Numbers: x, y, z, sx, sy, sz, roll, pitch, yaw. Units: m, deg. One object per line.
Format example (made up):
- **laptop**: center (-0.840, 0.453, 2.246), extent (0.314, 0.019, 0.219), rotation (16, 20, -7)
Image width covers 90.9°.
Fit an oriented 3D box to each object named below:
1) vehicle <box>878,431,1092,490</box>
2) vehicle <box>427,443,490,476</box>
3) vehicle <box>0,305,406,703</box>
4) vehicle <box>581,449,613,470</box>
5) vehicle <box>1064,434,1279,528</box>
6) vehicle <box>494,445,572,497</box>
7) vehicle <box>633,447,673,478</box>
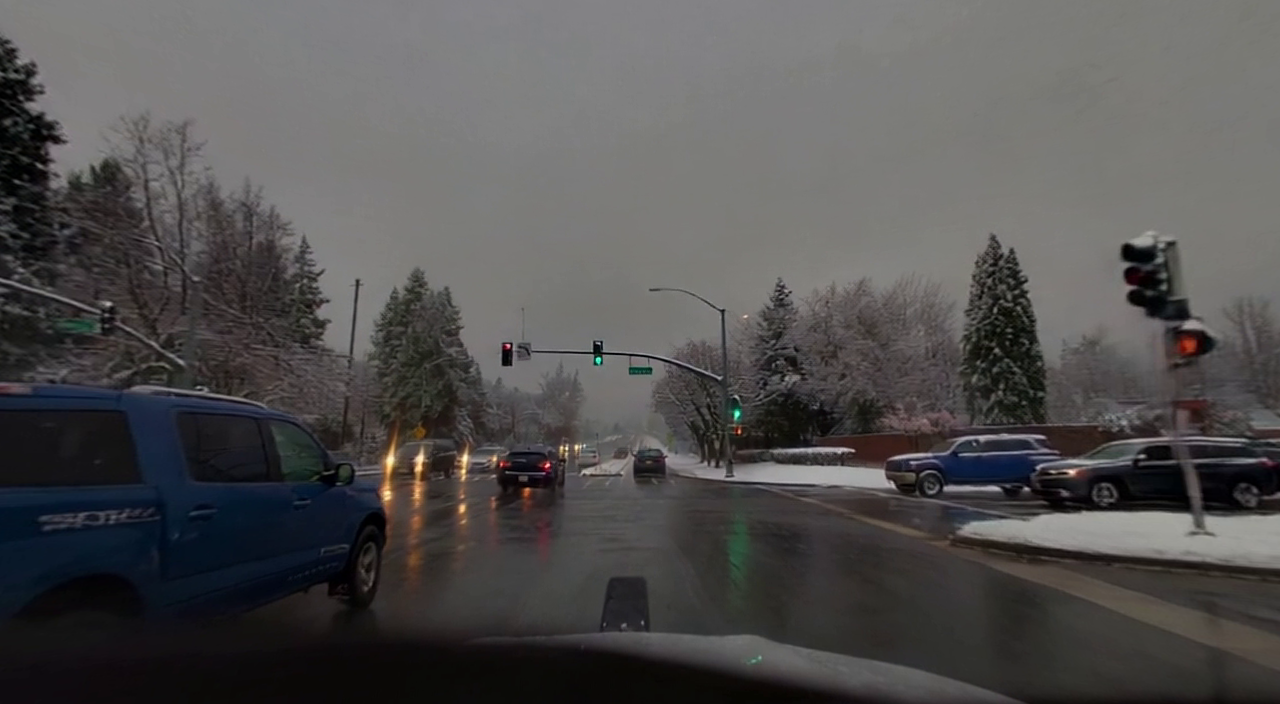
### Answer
- **vehicle**: center (11.977, 3.815, 22.328), extent (5.990, 1.899, 2.683), rotation (0, -9, 0)
- **vehicle**: center (-9.887, 5.912, 34.754), extent (1.990, 1.658, 4.569), rotation (-1, -9, 2)
- **vehicle**: center (-3.113, 0.903, 2.986), extent (2.190, 1.766, 4.649), rotation (0, -9, 0)
- **vehicle**: center (-3.119, 7.947, 46.937), extent (2.013, 1.474, 4.393), rotation (0, -9, 1)
- **vehicle**: center (10.901, 2.277, 11.408), extent (4.875, 1.473, 2.077), rotation (-1, -11, 0)
- **vehicle**: center (-3.404, 3.841, 20.691), extent (1.960, 1.528, 3.490), rotation (0, -9, 0)
- **vehicle**: center (0.697, 6.364, 36.565), extent (2.163, 1.678, 3.846), rotation (0, -9, 0)
